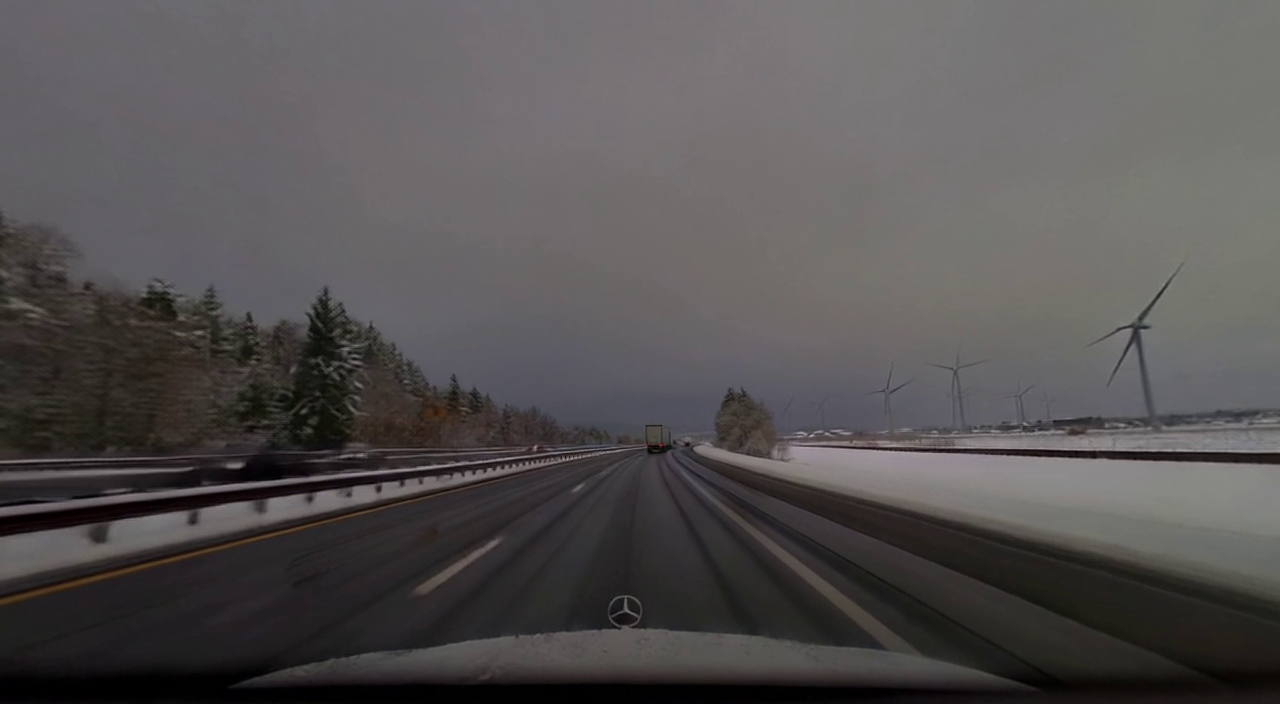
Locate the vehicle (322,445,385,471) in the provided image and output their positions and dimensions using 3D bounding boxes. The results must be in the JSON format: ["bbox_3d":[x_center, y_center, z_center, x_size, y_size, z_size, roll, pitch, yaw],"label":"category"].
[{"bbox_3d":[-16.566,6.126,36.603,1.773,1.440,3.723,0,-9,2],"label":"vehicle"}]

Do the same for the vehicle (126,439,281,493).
[{"bbox_3d":[-12.928,3.380,18.986,1.903,1.442,3.765,0,-9,1],"label":"vehicle"}]
